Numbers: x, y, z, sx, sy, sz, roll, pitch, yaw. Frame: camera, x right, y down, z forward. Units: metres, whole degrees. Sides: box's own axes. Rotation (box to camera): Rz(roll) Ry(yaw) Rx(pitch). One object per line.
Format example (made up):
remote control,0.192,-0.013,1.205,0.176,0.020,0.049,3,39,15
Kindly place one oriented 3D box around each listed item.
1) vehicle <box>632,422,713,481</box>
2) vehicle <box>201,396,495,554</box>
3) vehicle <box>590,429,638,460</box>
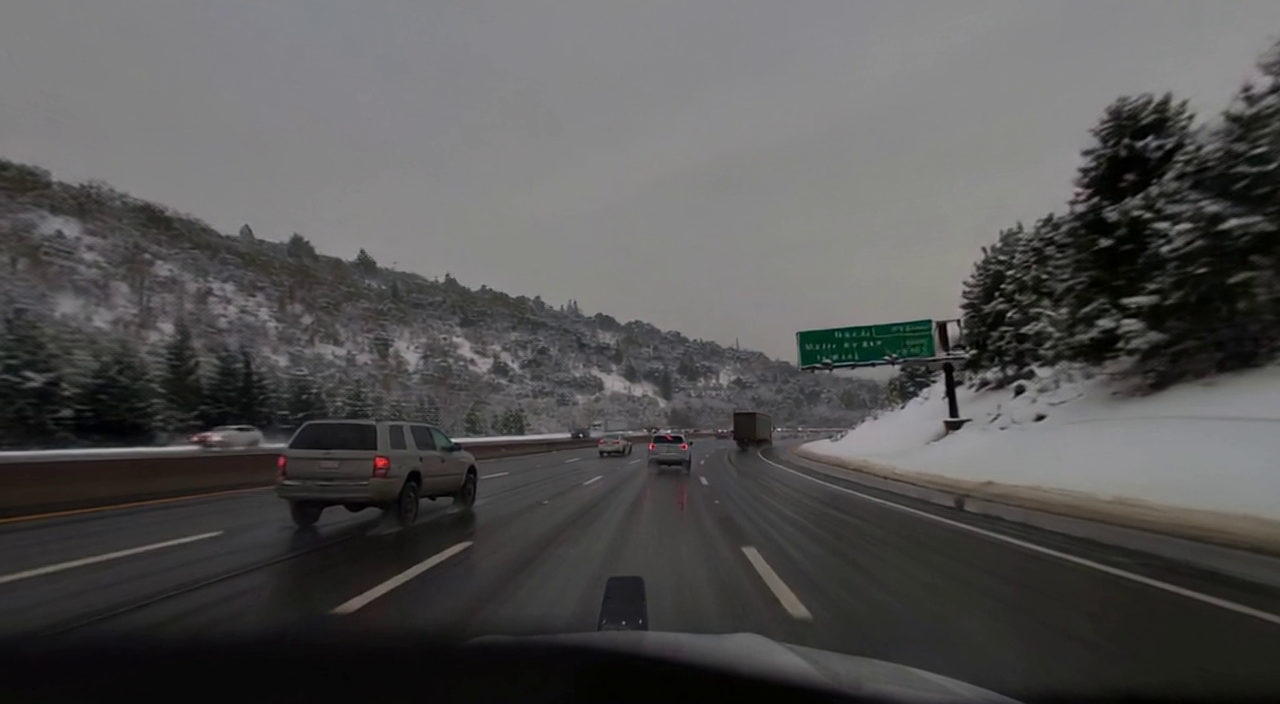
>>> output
vehicle,1.144,3.412,21.771,2.484,1.820,4.497,-1,-8,4
vehicle,-3.714,1.667,9.165,2.077,1.712,4.406,0,-8,1
vehicle,-1.458,5.532,37.619,2.194,1.702,4.305,-1,-8,7
